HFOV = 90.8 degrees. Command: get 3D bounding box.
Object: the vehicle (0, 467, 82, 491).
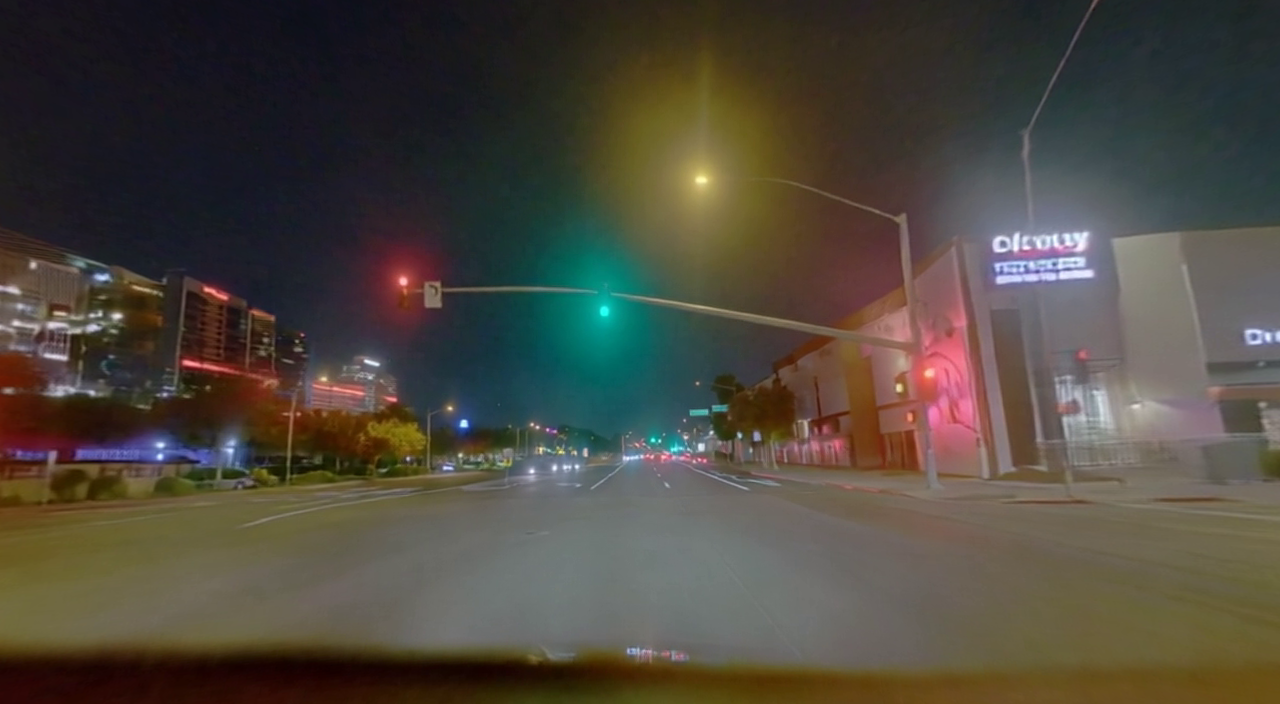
[{"bbox_3d":[-41.571,8.677,43.247,4.710,1.453,1.928,0,-8,-2],"label":"vehicle"}]
